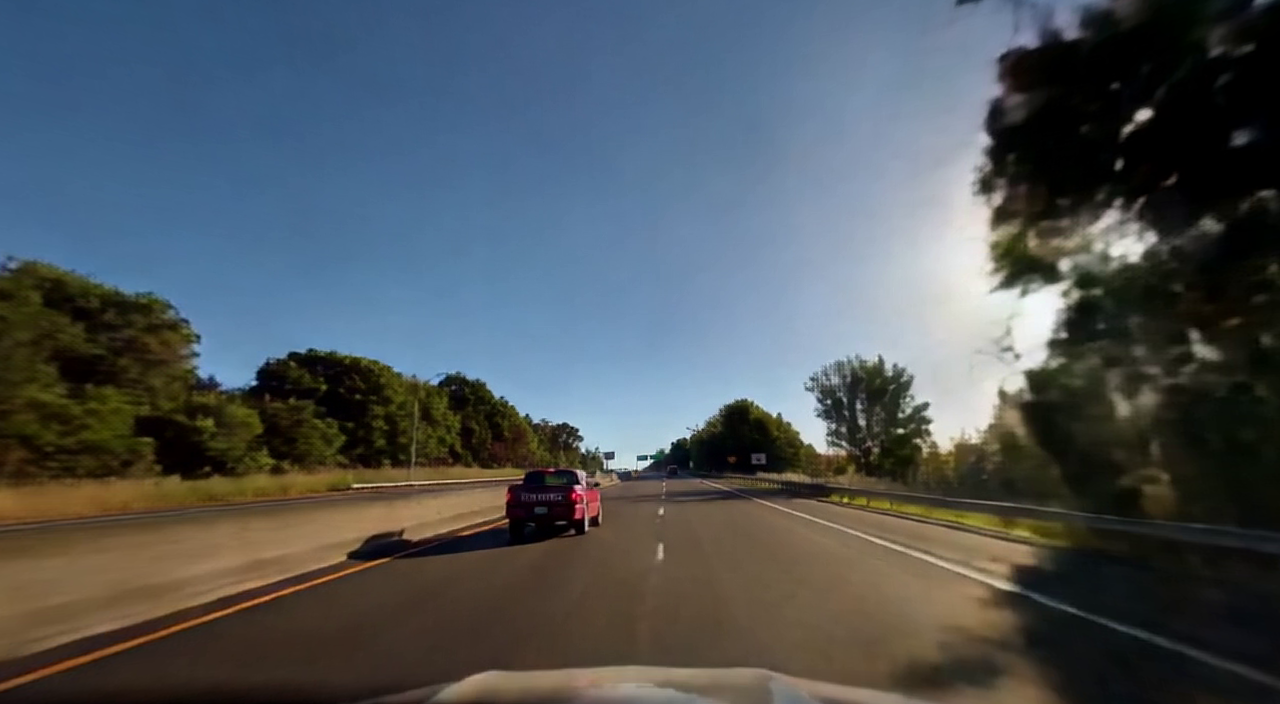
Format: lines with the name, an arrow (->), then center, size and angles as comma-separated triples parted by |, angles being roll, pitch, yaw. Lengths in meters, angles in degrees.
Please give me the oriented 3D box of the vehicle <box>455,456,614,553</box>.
vehicle -> -1.805, 2.933, 12.746 | 2.135, 1.506, 5.041 | 0, -11, 3
